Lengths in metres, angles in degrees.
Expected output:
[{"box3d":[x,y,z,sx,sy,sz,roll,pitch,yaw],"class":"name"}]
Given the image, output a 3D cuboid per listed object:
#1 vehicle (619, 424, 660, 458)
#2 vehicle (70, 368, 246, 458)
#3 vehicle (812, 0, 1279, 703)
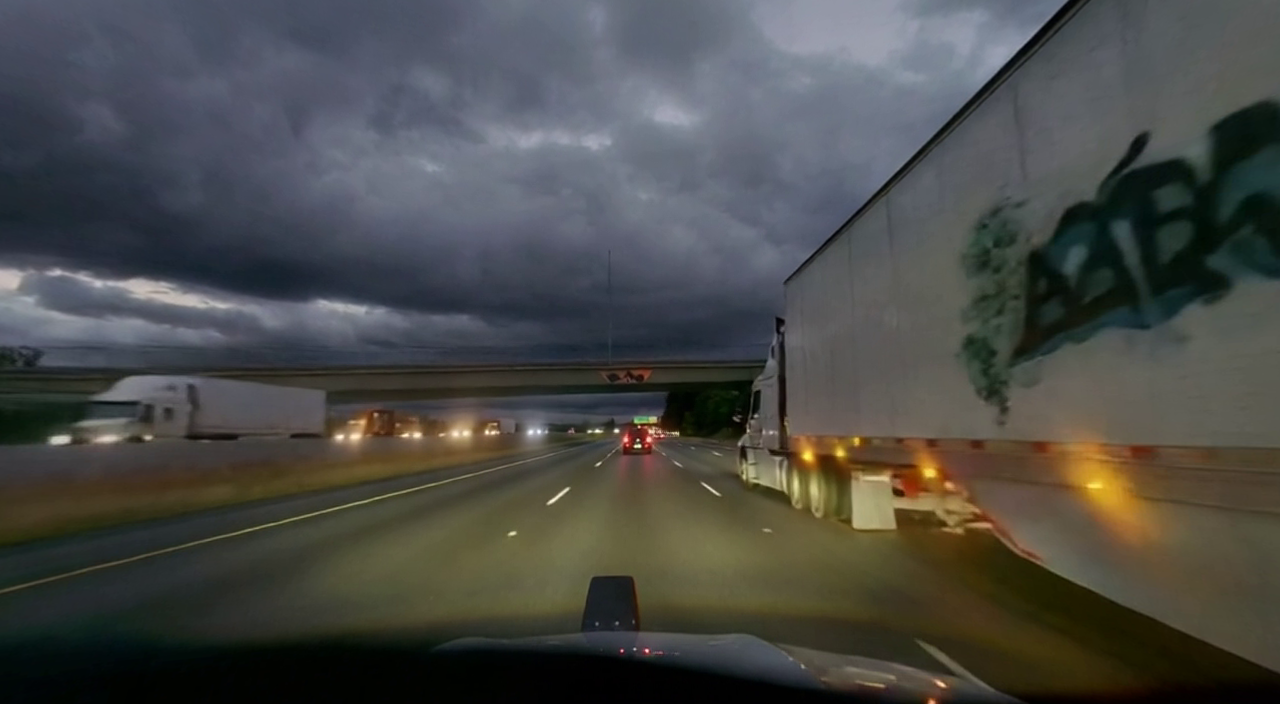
[{"box3d":[-0.056,5.298,37.579,2.277,1.913,4.510,0,-8,-1],"class":"vehicle"},{"box3d":[-23.506,3.142,31.351,3.010,3.948,6.974,0,-8,1],"class":"vehicle"},{"box3d":[4.094,-0.363,1.839,2.987,4.021,14.105,0,-8,-1],"class":"vehicle"}]
